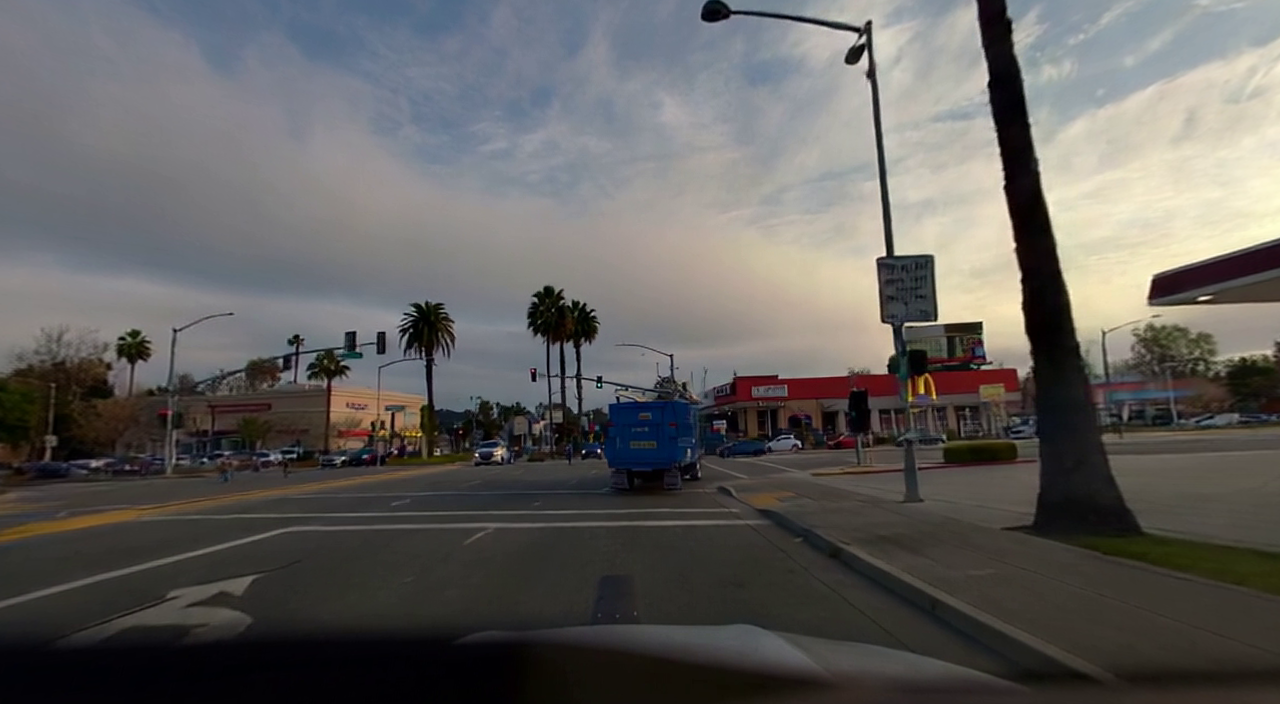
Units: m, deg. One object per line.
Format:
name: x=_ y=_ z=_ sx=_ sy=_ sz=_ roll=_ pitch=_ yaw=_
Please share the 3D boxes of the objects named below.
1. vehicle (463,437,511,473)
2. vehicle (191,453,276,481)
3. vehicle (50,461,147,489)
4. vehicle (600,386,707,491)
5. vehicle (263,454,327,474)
vehicle: x=-7.728 y=5.230 z=32.228 sx=1.997 sy=1.679 sz=4.263 roll=1 pitch=-9 yaw=-9
vehicle: x=-27.763 y=7.833 z=43.250 sx=4.583 sy=1.556 sz=1.893 roll=-3 pitch=-6 yaw=-1
vehicle: x=-31.318 y=7.103 z=36.728 sx=1.766 sy=1.428 sz=4.337 roll=0 pitch=-8 yaw=0
vehicle: x=0.672 y=2.910 z=21.127 sx=2.463 sy=2.954 sz=5.938 roll=-2 pitch=-9 yaw=12
vehicle: x=-26.205 y=8.491 z=48.032 sx=3.721 sy=1.450 sz=1.824 roll=0 pitch=-8 yaw=1
